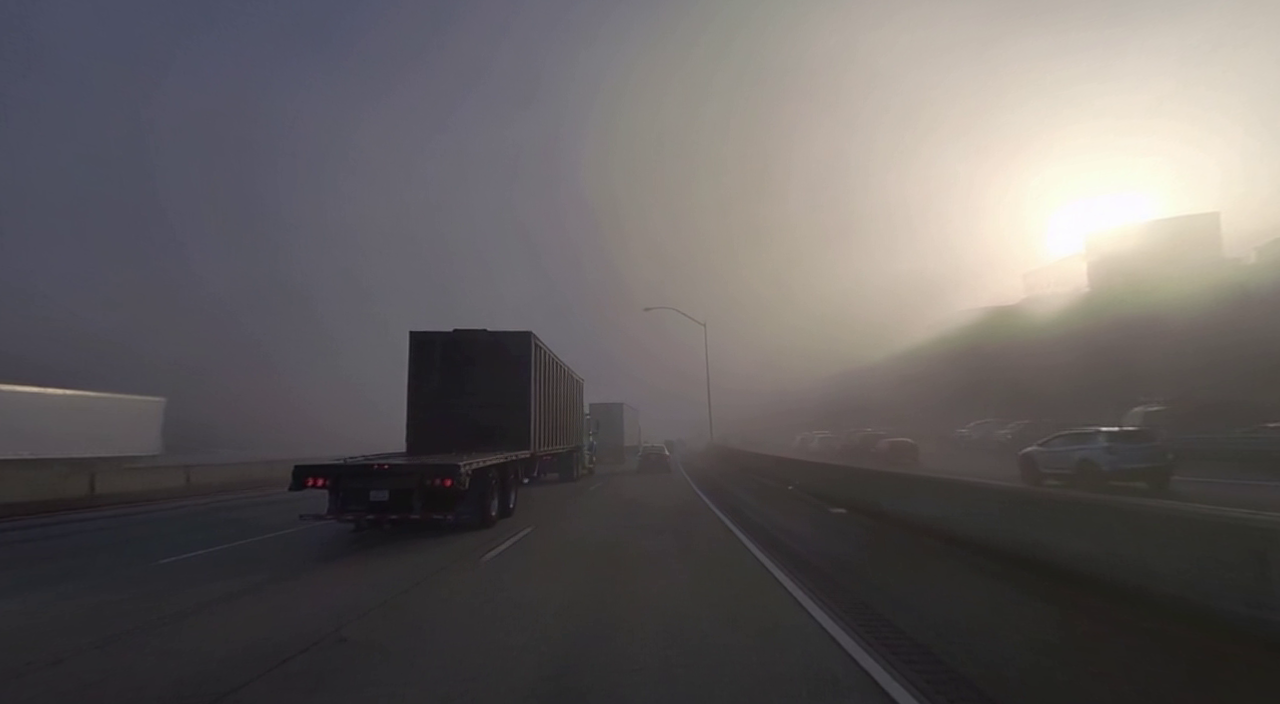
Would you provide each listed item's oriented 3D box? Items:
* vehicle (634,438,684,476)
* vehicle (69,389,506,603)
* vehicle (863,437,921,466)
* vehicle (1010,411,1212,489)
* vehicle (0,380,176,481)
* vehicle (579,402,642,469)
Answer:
[{"bbox_3d":[0.922,4.886,29.514,2.178,1.640,4.071,-1,-9,3],"label":"vehicle"},{"bbox_3d":[-3.345,1.457,7.105,2.896,1.779,3.441,0,-8,0],"label":"vehicle"},{"bbox_3d":[15.373,6.089,38.696,2.022,1.675,4.792,-1,-9,5],"label":"vehicle"},{"bbox_3d":[14.392,3.072,19.880,2.186,2.074,5.586,-1,-9,2],"label":"vehicle"},{"bbox_3d":[-26.274,3.190,25.339,2.898,3.867,15.220,-1,-9,4],"label":"vehicle"},{"bbox_3d":[-1.746,5.606,41.892,3.073,3.894,9.782,-1,-9,4],"label":"vehicle"}]
